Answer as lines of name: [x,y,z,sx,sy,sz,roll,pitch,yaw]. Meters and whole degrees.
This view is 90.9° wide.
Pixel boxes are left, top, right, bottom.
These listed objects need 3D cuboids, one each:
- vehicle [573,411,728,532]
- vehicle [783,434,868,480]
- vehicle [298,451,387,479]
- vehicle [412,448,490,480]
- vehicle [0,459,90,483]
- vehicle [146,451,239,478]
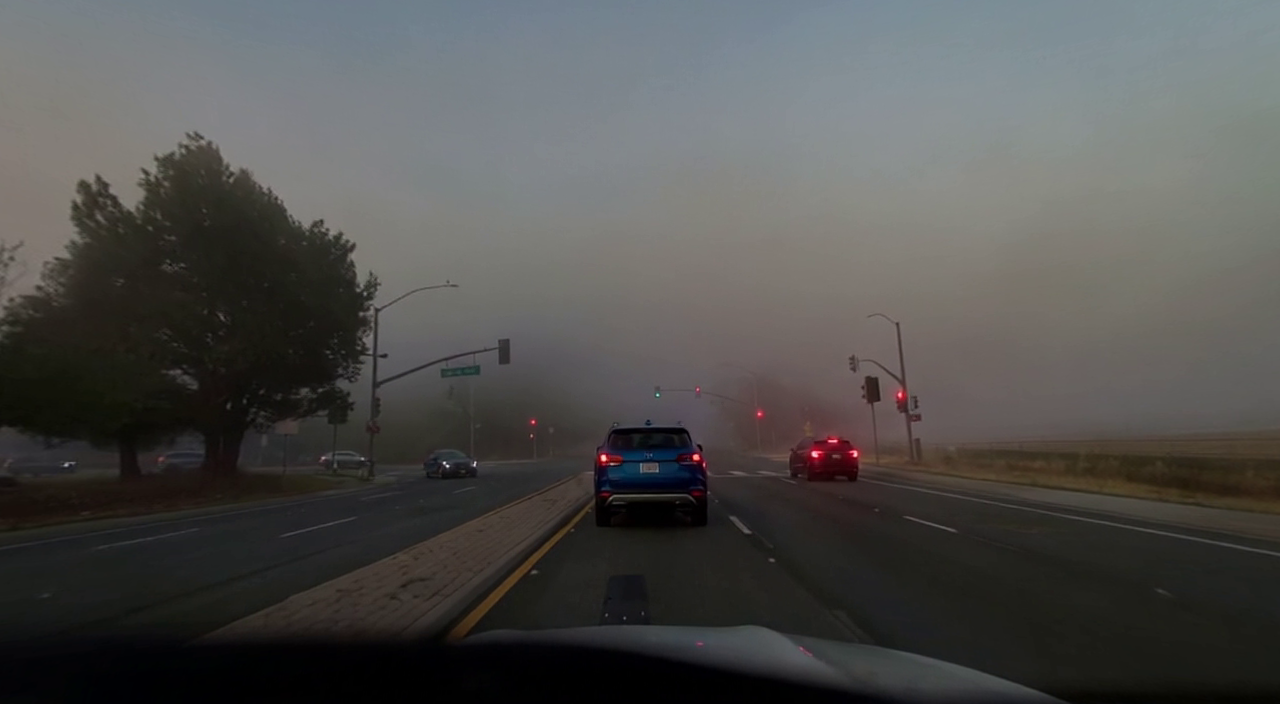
vehicle: [0.155,2.080,11.472,2.298,1.770,4.138,0,-8,0]
vehicle: [7.258,4.143,25.185,2.012,1.636,4.352,0,-8,0]
vehicle: [-18.313,6.913,38.857,4.510,1.606,2.192,-2,-9,15]
vehicle: [-9.722,5.647,32.233,2.425,1.480,4.707,5,-10,-34]
vehicle: [-38.846,7.660,40.730,4.559,1.458,2.265,-1,-8,2]
vehicle: [-29.407,7.409,41.511,4.608,1.680,2.026,-1,-8,3]
